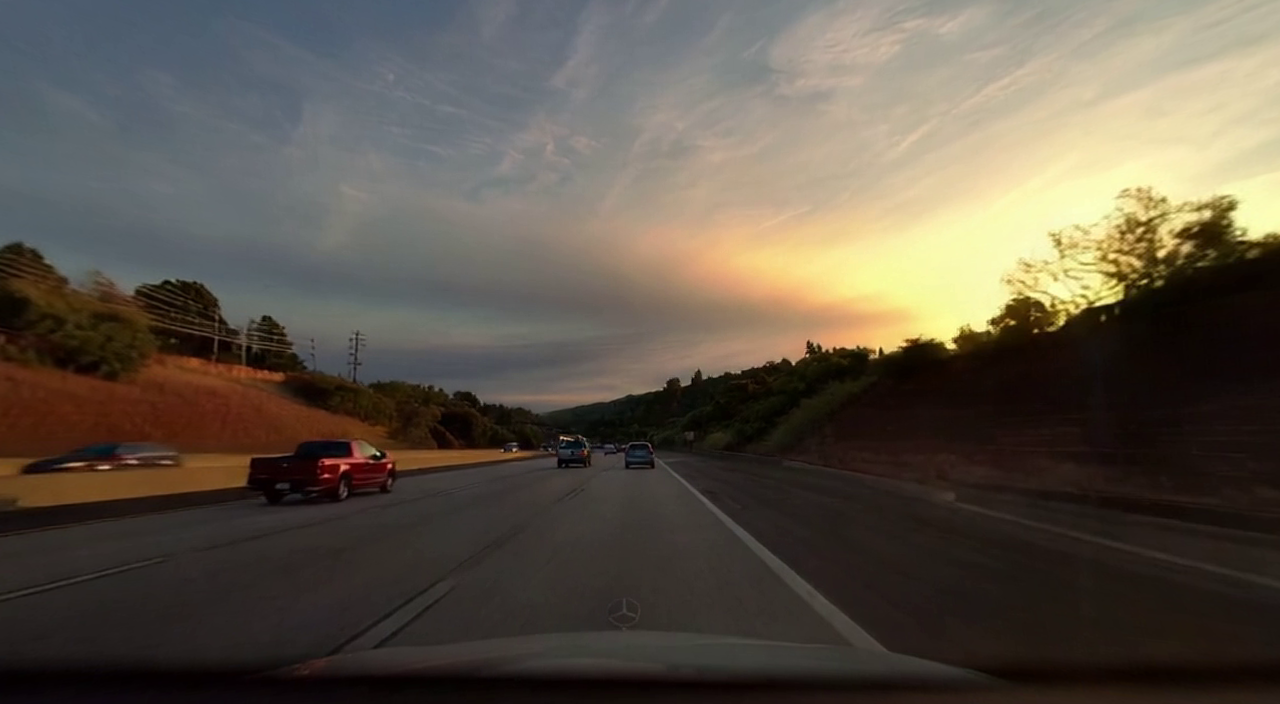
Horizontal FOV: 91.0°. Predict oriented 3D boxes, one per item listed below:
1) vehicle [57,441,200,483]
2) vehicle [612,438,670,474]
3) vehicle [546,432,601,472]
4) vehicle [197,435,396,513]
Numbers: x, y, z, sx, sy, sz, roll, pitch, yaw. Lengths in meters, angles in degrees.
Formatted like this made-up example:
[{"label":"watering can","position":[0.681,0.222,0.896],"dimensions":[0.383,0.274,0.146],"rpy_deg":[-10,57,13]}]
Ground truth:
[{"label":"vehicle","position":[-21.773,4.692,27.144],"dimensions":[2.029,1.630,4.827],"rpy_deg":[0,-9,1]},{"label":"vehicle","position":[0.098,5.265,32.205],"dimensions":[2.715,1.669,5.163],"rpy_deg":[0,-9,1]},{"label":"vehicle","position":[-3.472,5.380,33.966],"dimensions":[2.250,1.947,4.860],"rpy_deg":[0,-9,2]},{"label":"vehicle","position":[-7.788,2.786,14.907],"dimensions":[2.149,1.526,4.361],"rpy_deg":[0,-9,1]}]
